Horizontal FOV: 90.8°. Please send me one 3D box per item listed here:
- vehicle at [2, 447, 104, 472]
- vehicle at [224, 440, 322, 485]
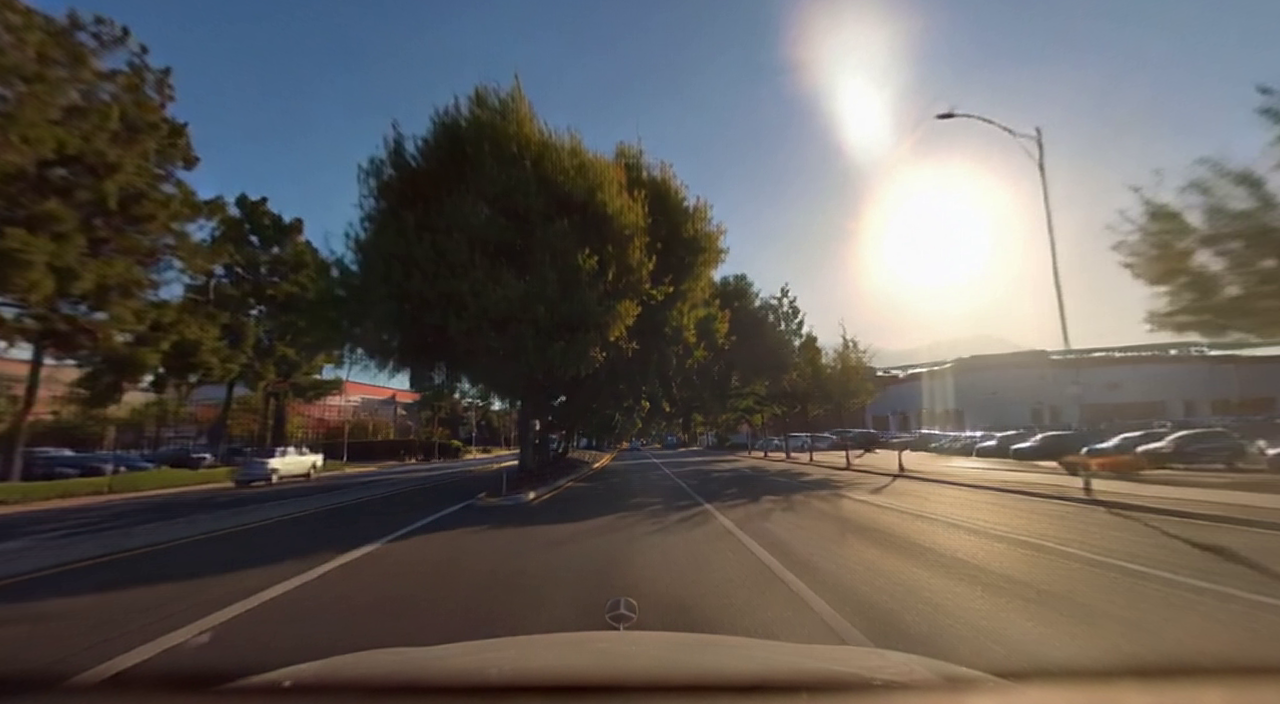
[{"bbox_3d":[-39.377,7.186,42.431,4.819,1.509,1.921,-1,-8,-2],"label":"vehicle"},{"bbox_3d":[-18.477,5.539,32.142,2.178,1.947,5.078,-3,-8,-3],"label":"vehicle"}]
